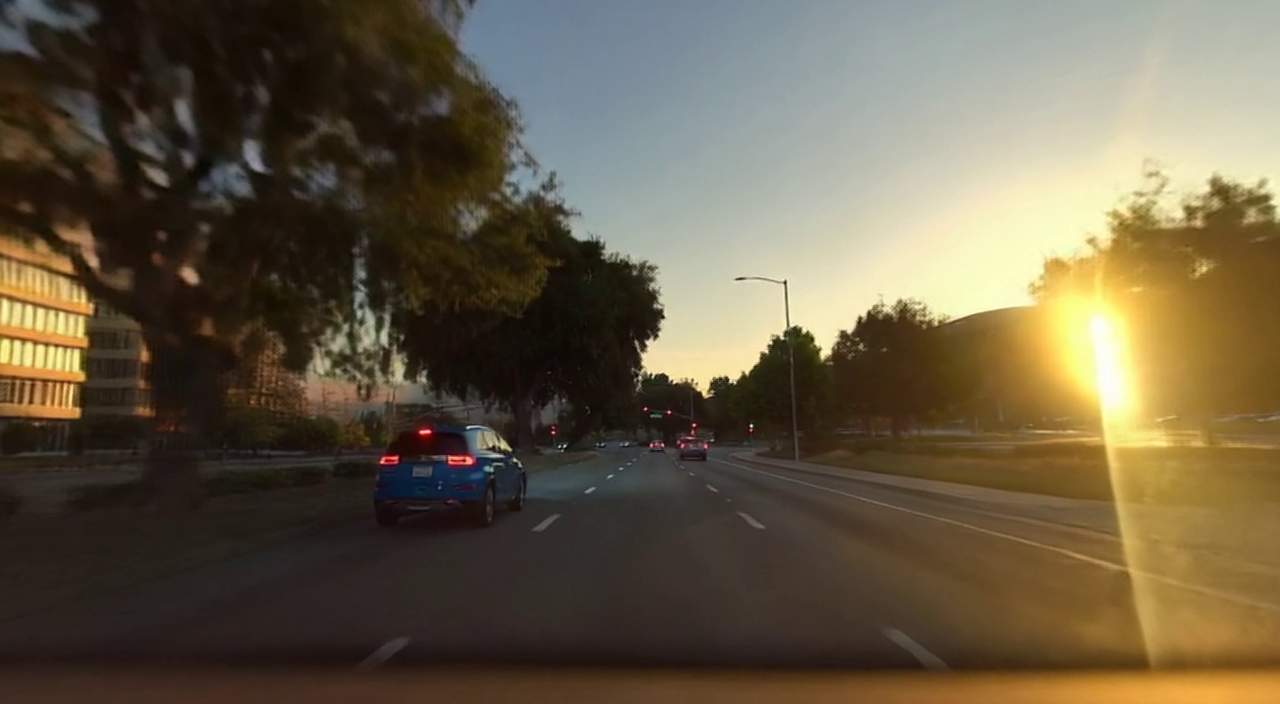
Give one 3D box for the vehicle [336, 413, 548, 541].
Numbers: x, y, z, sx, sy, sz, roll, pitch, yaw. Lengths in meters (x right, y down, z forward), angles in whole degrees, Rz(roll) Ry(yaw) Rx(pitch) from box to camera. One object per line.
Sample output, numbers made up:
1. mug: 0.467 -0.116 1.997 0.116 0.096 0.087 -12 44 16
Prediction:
1. vehicle: -3.017 2.023 10.836 2.033 1.713 4.503 0 -8 2
